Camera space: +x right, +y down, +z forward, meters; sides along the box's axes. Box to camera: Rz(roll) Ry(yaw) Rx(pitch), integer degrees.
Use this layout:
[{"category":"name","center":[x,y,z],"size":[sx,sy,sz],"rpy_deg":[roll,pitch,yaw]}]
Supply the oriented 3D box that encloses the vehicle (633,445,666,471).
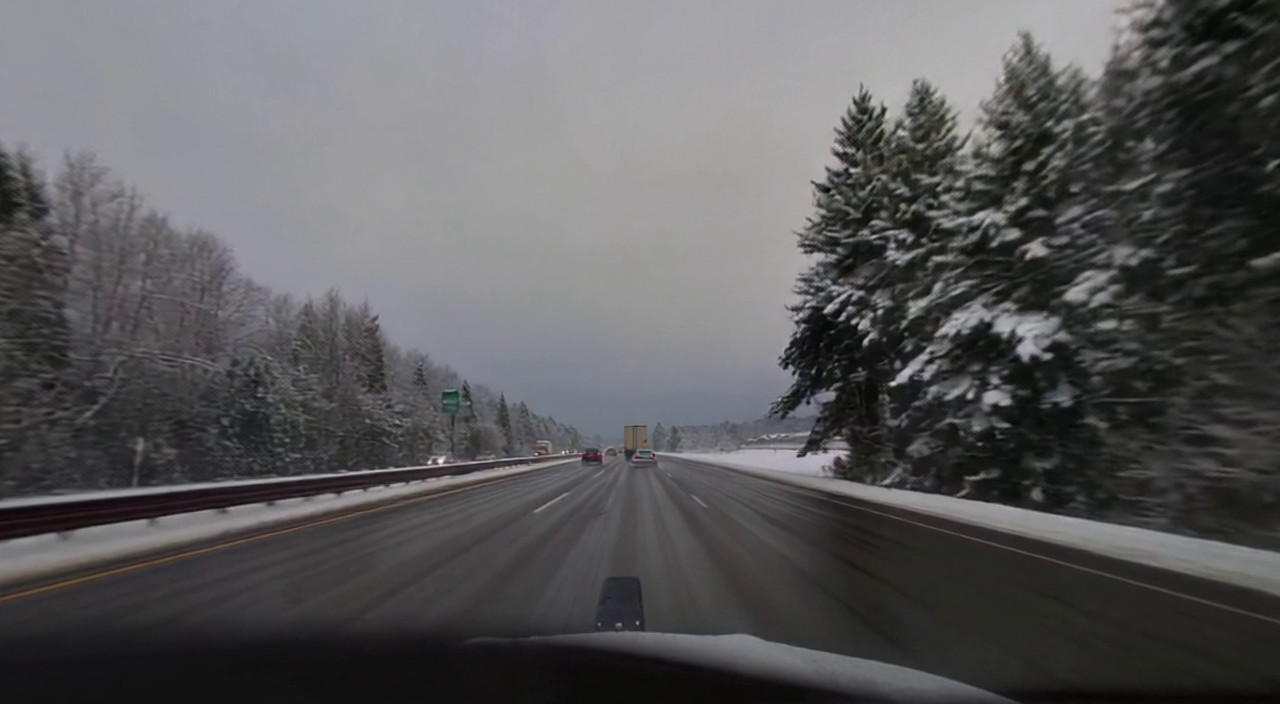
[{"category":"vehicle","center":[0.570,6.903,41.307],"size":[1.992,1.593,3.937],"rpy_deg":[0,-9,-1]}]
